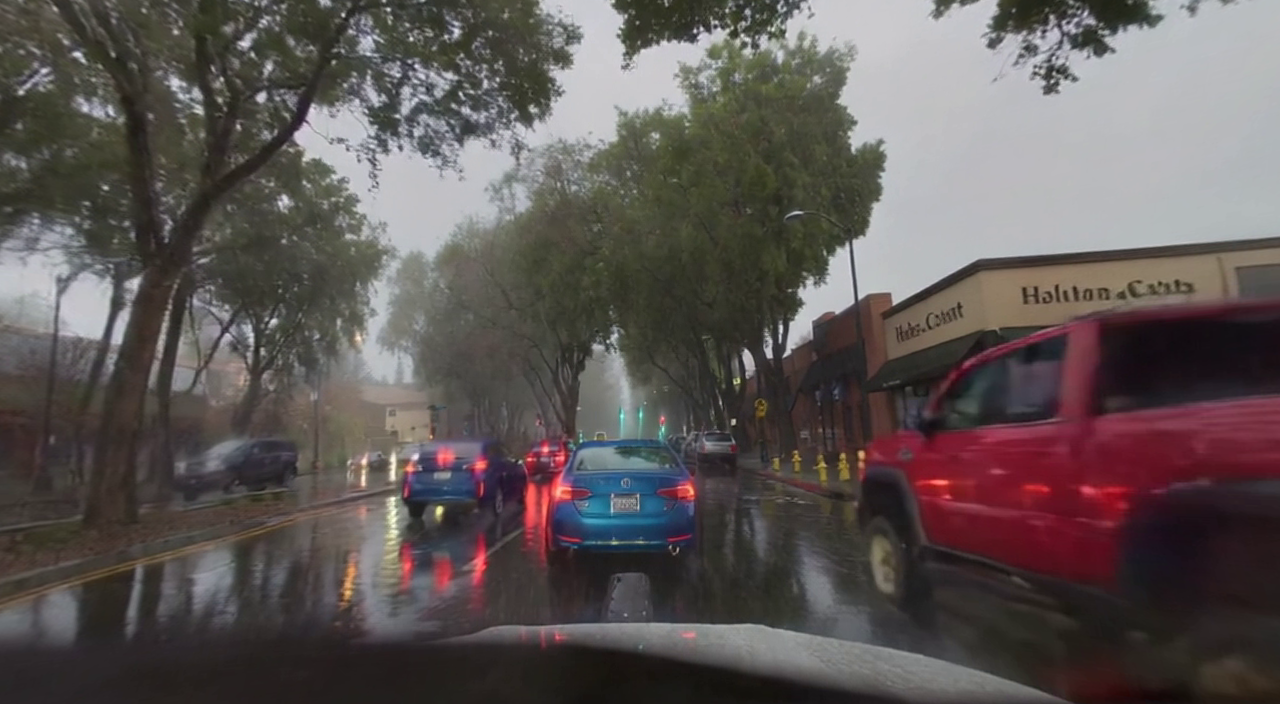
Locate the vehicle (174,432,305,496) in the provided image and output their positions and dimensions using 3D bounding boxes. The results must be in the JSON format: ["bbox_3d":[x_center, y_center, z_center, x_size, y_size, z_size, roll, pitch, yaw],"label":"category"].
[{"bbox_3d":[-19.166,5.357,30.671,2.286,2.777,5.926,0,-9,2],"label":"vehicle"}]

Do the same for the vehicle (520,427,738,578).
[{"bbox_3d":[-0.114,1.801,8.336,2.160,1.482,4.037,0,-9,0],"label":"vehicle"}]

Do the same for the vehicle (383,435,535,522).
[{"bbox_3d":[-3.454,2.492,12.914,1.905,1.473,4.016,0,-9,0],"label":"vehicle"}]

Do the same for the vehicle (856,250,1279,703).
[{"bbox_3d":[3.267,0.898,3.877,2.152,1.987,4.527,0,-9,-1],"label":"vehicle"}]
